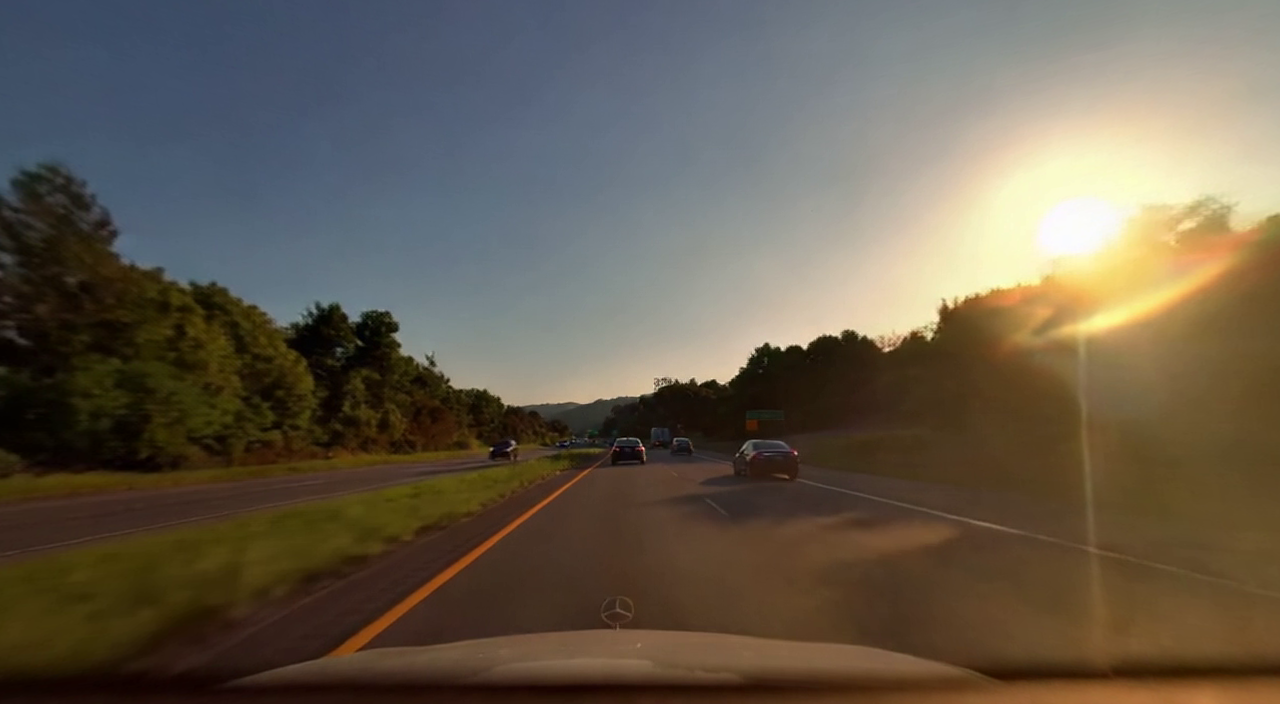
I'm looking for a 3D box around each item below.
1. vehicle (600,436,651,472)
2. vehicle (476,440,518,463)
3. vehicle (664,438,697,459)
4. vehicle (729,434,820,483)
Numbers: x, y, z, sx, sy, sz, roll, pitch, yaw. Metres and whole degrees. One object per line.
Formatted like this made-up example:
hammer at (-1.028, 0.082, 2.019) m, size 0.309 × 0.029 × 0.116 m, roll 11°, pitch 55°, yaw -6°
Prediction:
vehicle at (-0.626, 4.561, 28.501) m, size 2.143 × 1.466 × 3.693 m, roll 0°, pitch -7°, yaw -1°
vehicle at (-9.622, 6.701, 42.730) m, size 1.895 × 1.453 × 4.000 m, roll 0°, pitch -8°, yaw 0°
vehicle at (2.907, 7.042, 46.318) m, size 2.004 × 1.469 × 4.472 m, roll 0°, pitch -8°, yaw -2°
vehicle at (4.511, 3.606, 21.829) m, size 2.066 × 1.526 × 4.216 m, roll 0°, pitch -8°, yaw -2°
